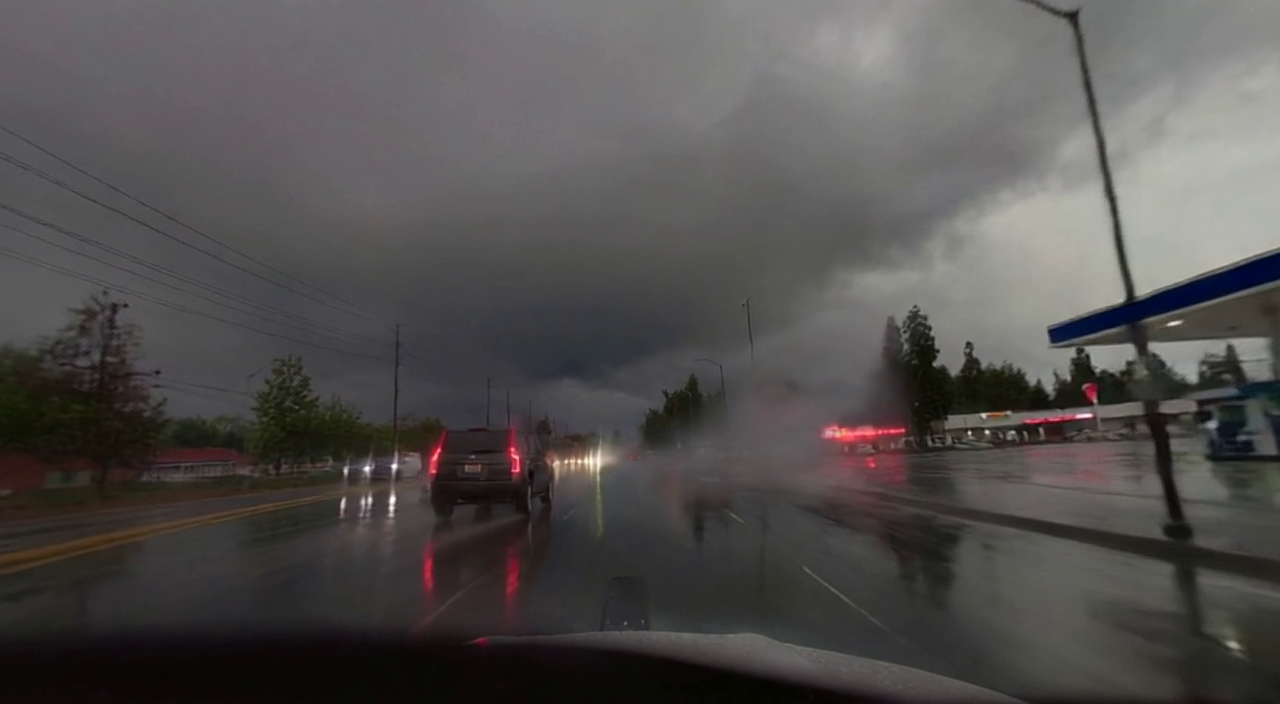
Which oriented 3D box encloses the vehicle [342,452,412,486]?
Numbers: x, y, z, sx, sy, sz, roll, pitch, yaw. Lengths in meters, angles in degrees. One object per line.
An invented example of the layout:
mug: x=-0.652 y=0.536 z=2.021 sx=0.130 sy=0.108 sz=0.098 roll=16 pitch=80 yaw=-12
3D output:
vehicle: x=-18.443 y=8.198 z=44.564 sx=2.426 sy=2.160 sz=5.660 roll=0 pitch=-8 yaw=1

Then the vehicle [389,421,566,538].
vehicle: x=-2.877 y=2.391 z=12.499 sx=2.190 sy=1.844 sz=4.751 roll=0 pitch=-8 yaw=1
